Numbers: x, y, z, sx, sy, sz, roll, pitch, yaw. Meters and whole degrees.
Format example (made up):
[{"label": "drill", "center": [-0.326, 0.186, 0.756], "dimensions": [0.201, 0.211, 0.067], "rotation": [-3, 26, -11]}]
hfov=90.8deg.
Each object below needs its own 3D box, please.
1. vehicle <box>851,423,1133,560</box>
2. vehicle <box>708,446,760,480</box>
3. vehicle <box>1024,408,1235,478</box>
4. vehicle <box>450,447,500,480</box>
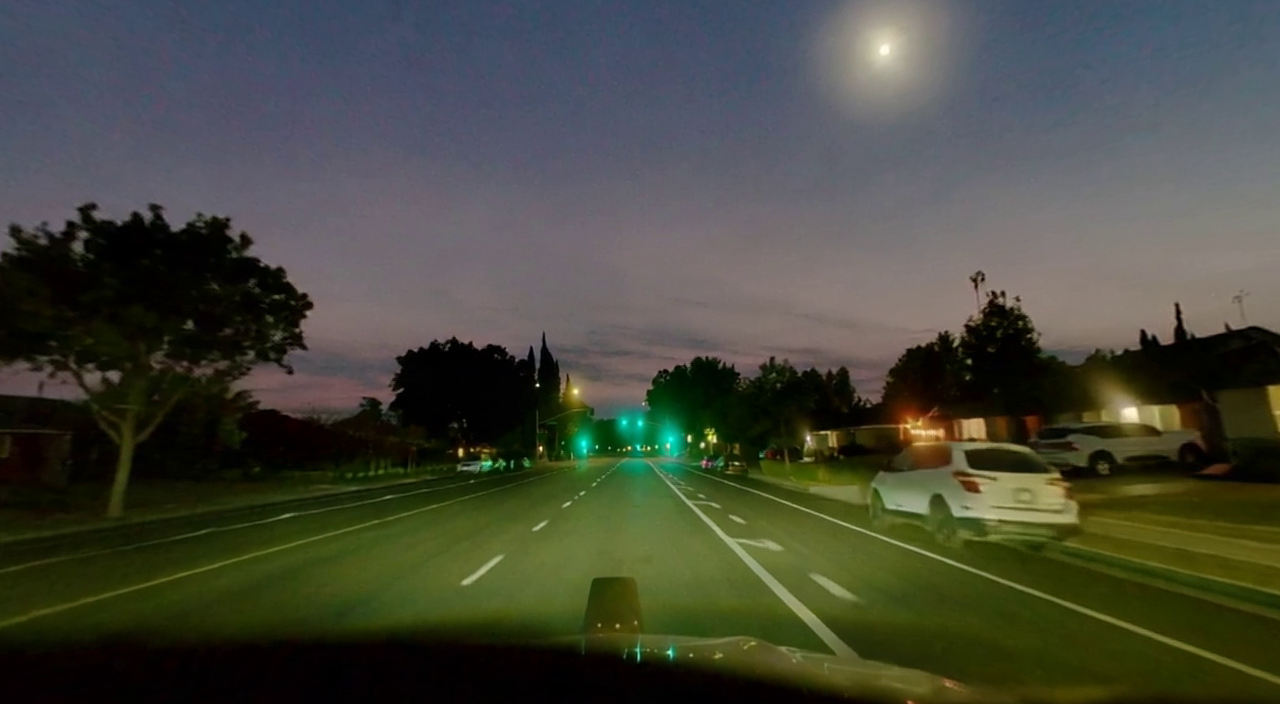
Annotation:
[{"label": "vehicle", "center": [5.185, 2.088, 10.193], "dimensions": [2.001, 1.693, 4.311], "rotation": [0, -9, 0]}, {"label": "vehicle", "center": [4.848, 5.786, 33.202], "dimensions": [1.900, 1.608, 5.037], "rotation": [0, -9, -1]}, {"label": "vehicle", "center": [15.910, 3.000, 20.832], "dimensions": [4.921, 2.117, 2.249], "rotation": [-1, -9, 3]}, {"label": "vehicle", "center": [-12.250, 8.280, 47.317], "dimensions": [2.396, 2.159, 5.470], "rotation": [-3, -8, -1]}]
